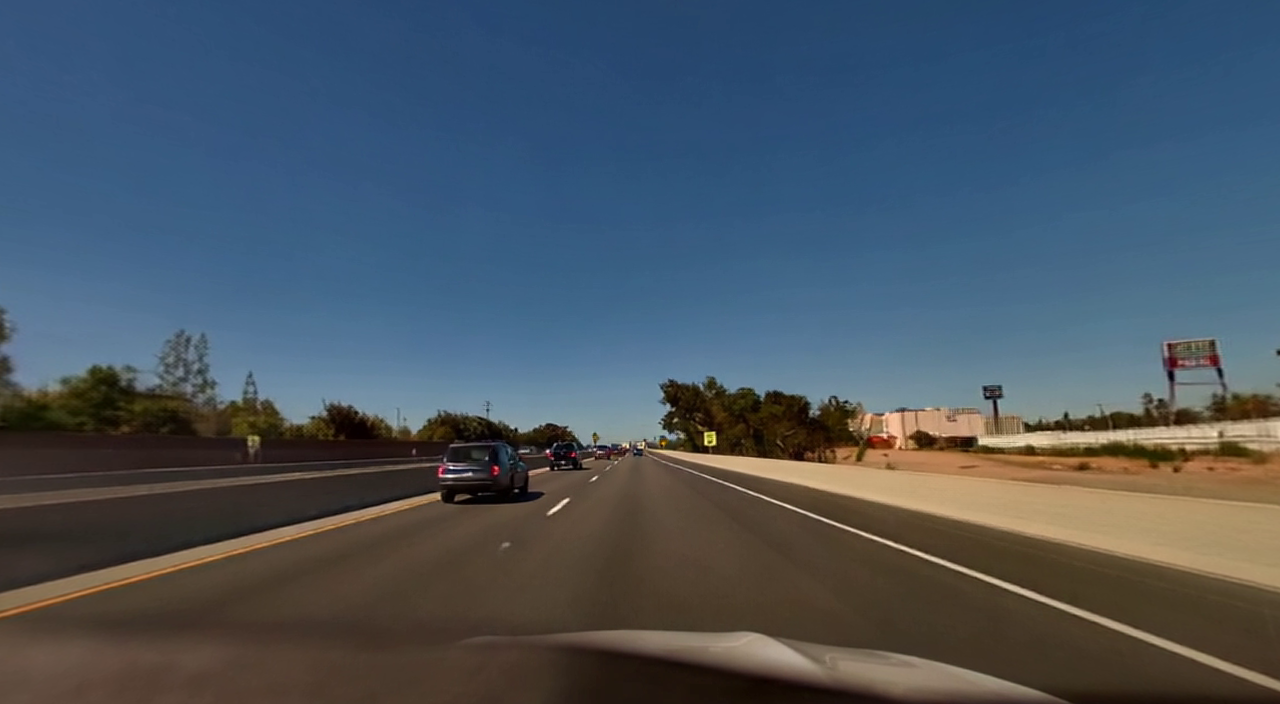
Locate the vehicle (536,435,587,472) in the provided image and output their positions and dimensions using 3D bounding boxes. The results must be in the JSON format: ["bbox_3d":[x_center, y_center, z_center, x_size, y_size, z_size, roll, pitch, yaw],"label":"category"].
[{"bbox_3d":[-4.206,5.552,34.609,2.177,1.852,4.427,0,-9,1],"label":"vehicle"}]

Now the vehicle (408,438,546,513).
[{"bbox_3d":[-3.698,2.890,15.267,2.044,1.527,4.607,0,-9,1],"label":"vehicle"}]
